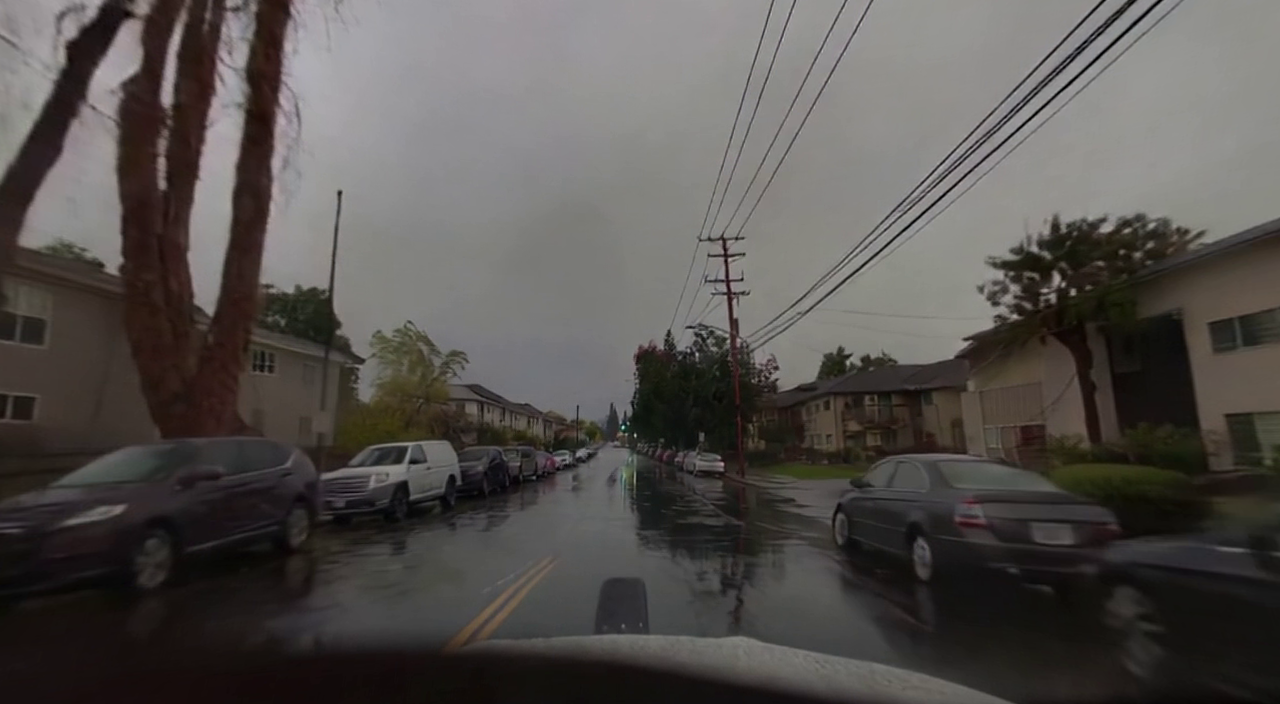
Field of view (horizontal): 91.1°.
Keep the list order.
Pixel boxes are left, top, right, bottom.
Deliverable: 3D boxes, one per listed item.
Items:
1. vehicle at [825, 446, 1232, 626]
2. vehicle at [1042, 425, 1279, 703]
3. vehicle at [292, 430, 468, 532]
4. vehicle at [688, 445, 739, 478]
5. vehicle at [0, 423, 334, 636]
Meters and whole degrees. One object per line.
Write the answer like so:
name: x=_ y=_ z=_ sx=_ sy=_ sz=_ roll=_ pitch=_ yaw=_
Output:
vehicle: x=3.818 y=1.823 z=7.271 sx=1.901 sy=1.439 sz=4.131 roll=0 pitch=-9 yaw=-3
vehicle: x=3.821 y=0.973 z=2.111 sx=1.868 sy=1.494 sz=4.652 roll=0 pitch=-9 yaw=0
vehicle: x=-6.235 y=3.169 z=15.995 sx=2.120 sy=1.989 sz=5.616 roll=-3 pitch=-10 yaw=0
vehicle: x=4.000 y=6.029 z=34.817 sx=2.328 sy=1.730 sz=4.225 roll=0 pitch=-9 yaw=0
vehicle: x=-6.192 y=1.957 z=8.140 sx=2.056 sy=1.876 sz=4.824 roll=-2 pitch=-8 yaw=0
